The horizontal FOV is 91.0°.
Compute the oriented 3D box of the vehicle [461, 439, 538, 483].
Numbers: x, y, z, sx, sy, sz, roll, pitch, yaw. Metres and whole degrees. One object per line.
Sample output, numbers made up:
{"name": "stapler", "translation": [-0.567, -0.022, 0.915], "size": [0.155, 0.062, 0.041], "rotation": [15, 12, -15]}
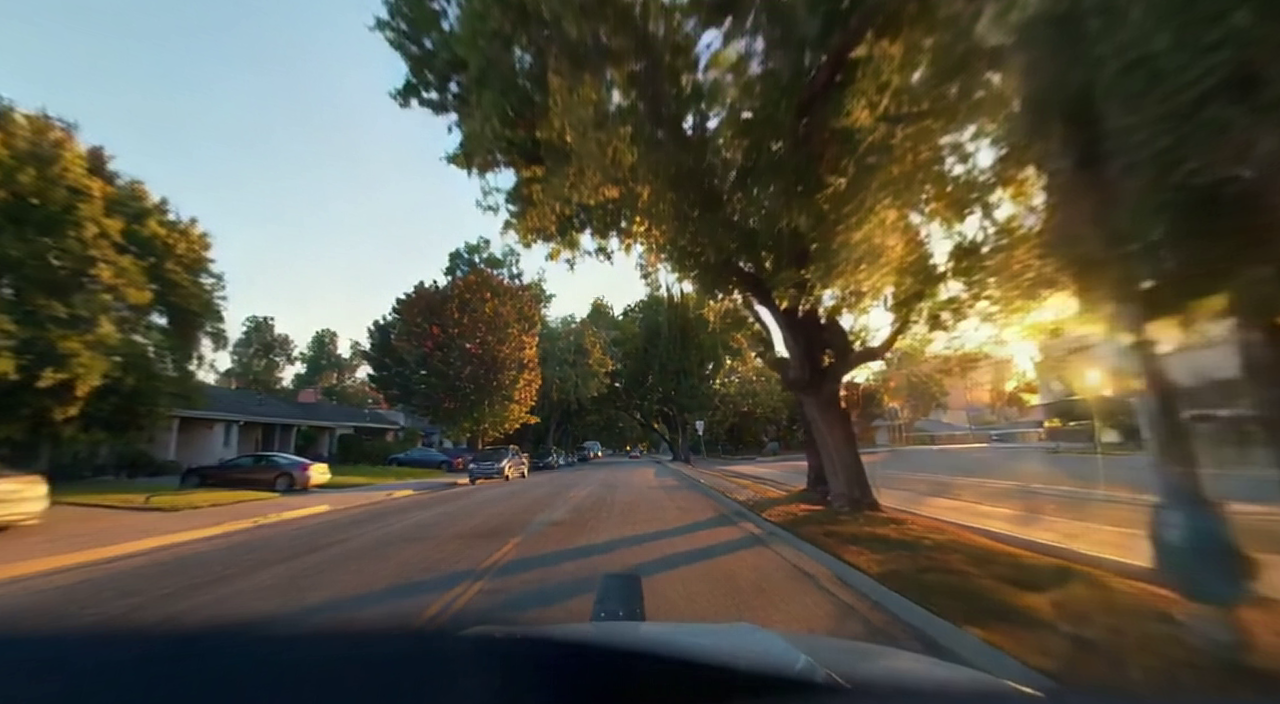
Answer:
{"name": "vehicle", "translation": [-6.566, 5.149, 30.226], "size": [2.350, 1.892, 5.542], "rotation": [1, -8, 0]}

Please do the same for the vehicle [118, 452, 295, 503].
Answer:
{"name": "vehicle", "translation": [-13.644, 3.950, 20.024], "size": [4.116, 1.393, 2.016], "rotation": [2, -9, 2]}

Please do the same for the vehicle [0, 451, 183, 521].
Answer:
{"name": "vehicle", "translation": [-14.000, 3.135, 15.002], "size": [4.617, 1.488, 1.988], "rotation": [0, -8, 1]}

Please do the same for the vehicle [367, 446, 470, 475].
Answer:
{"name": "vehicle", "translation": [-14.072, 6.915, 40.251], "size": [5.742, 1.668, 2.296], "rotation": [1, -8, -2]}

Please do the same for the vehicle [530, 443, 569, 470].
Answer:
{"name": "vehicle", "translation": [-6.620, 7.701, 46.574], "size": [2.020, 1.842, 5.116], "rotation": [1, -8, 0]}
